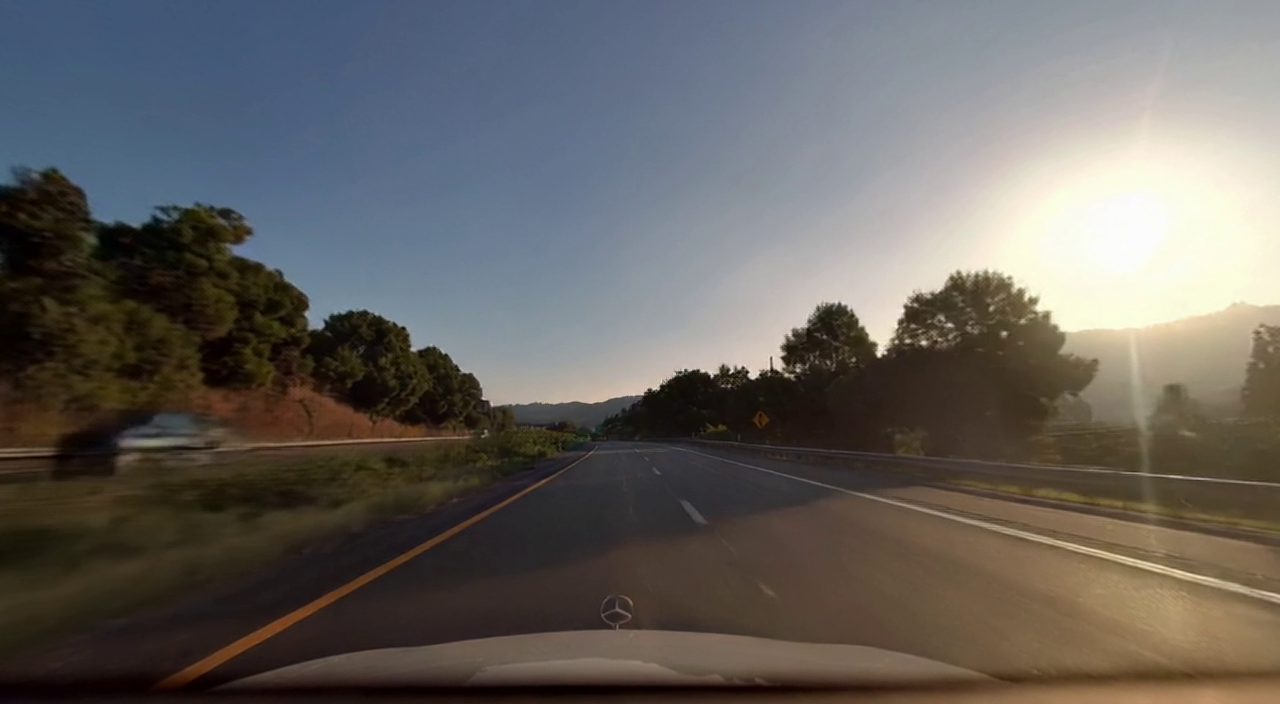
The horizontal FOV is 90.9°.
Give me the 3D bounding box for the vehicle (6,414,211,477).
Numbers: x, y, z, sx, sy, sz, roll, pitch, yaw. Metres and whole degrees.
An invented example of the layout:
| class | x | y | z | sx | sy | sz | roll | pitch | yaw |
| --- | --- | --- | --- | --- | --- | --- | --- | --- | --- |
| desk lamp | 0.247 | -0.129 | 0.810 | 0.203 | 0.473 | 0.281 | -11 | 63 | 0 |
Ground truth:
| class | x | y | z | sx | sy | sz | roll | pitch | yaw |
| --- | --- | --- | --- | --- | --- | --- | --- | --- | --- |
| vehicle | -14.078 | 2.507 | 17.140 | 1.817 | 1.489 | 4.370 | 0 | -8 | -1 |
